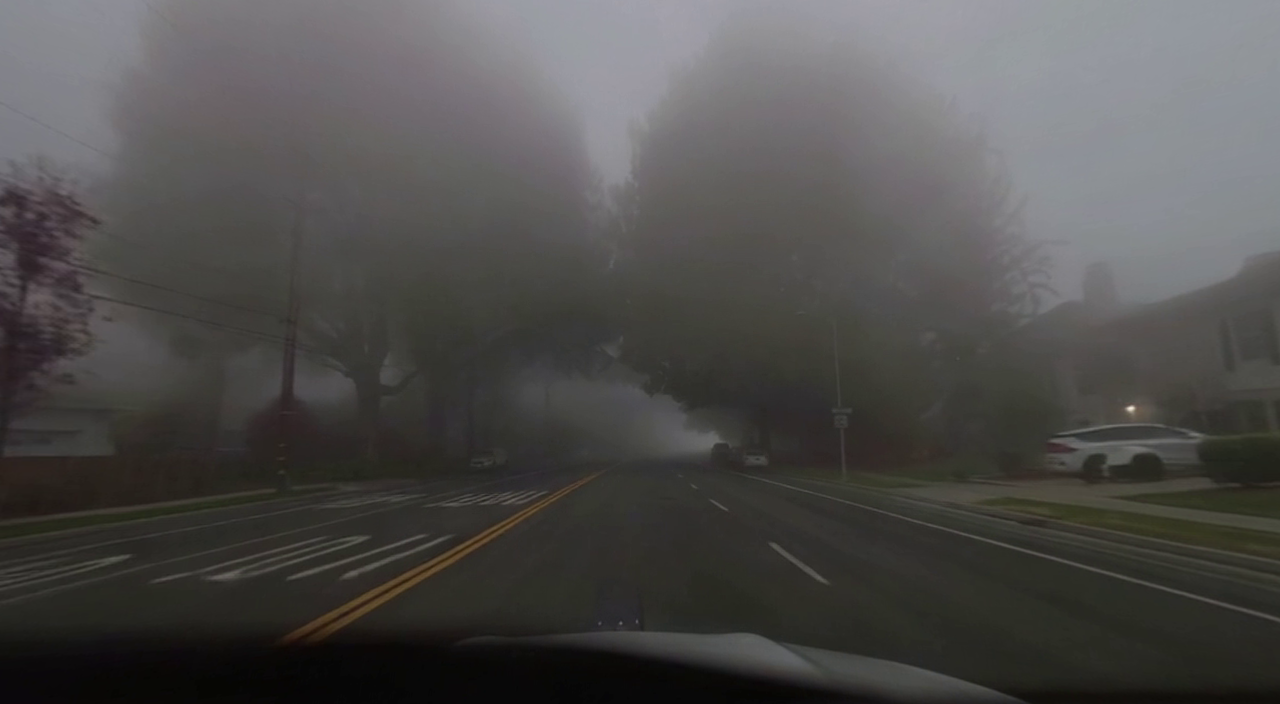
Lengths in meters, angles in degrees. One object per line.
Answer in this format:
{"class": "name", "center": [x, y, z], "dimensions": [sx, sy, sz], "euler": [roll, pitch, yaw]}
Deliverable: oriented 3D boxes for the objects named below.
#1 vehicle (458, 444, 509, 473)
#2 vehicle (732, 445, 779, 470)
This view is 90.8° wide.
{"class": "vehicle", "center": [-10.664, 7.261, 43.328], "dimensions": [2.095, 1.815, 4.726], "euler": [-1, -8, 3]}
{"class": "vehicle", "center": [6.866, 6.311, 38.000], "dimensions": [1.946, 1.404, 4.609], "euler": [0, -8, 0]}
